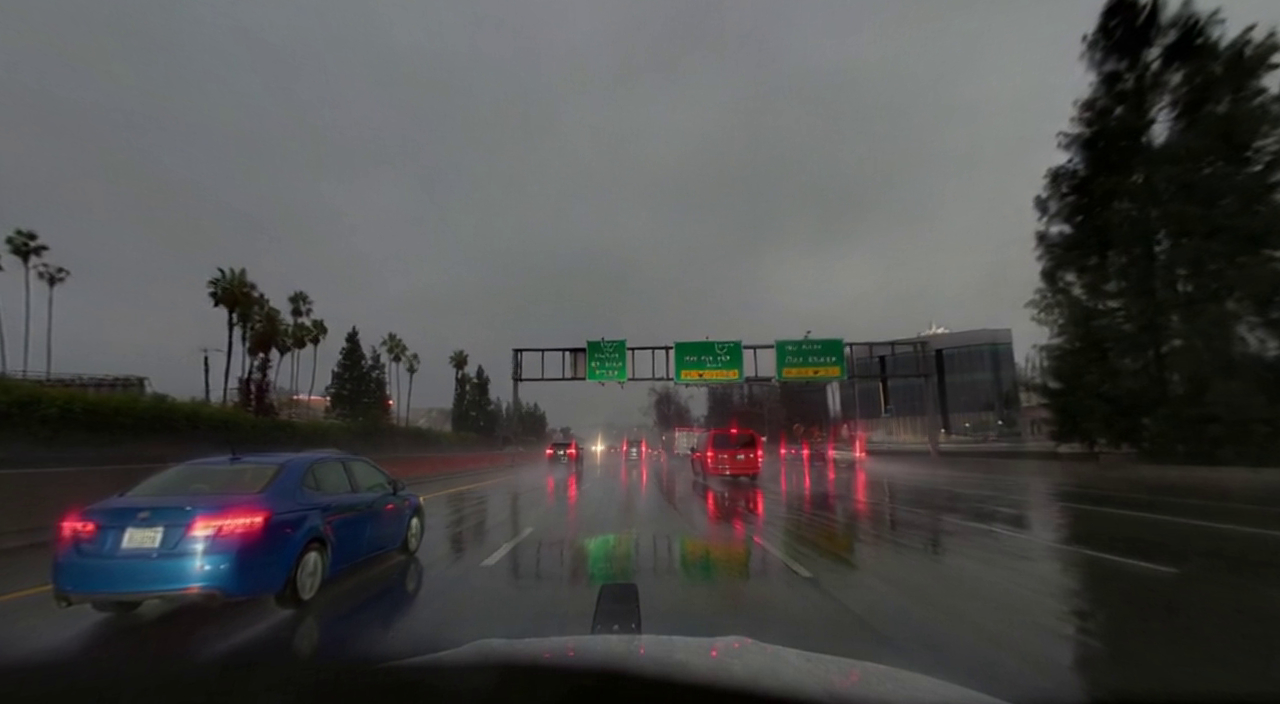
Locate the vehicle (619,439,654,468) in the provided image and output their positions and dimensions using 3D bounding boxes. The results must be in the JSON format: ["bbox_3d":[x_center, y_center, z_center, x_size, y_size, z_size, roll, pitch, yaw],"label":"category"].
[{"bbox_3d":[-0.247,6.785,42.382,2.212,1.786,4.198,0,-9,-1],"label":"vehicle"}]

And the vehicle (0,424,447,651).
[{"bbox_3d":[-3.637,1.542,6.372,1.991,1.469,4.381,0,-9,0],"label":"vehicle"}]

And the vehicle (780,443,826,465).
[{"bbox_3d":[12.040,7.598,47.034,2.010,1.535,4.980,0,-9,-1],"label":"vehicle"}]

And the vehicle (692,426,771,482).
[{"bbox_3d":[3.640,4.214,26.386,2.250,2.074,5.723,0,-9,-2],"label":"vehicle"}]

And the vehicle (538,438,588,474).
[{"bbox_3d":[-4.060,5.606,34.234,2.109,1.793,4.613,0,-9,0],"label":"vehicle"}]
